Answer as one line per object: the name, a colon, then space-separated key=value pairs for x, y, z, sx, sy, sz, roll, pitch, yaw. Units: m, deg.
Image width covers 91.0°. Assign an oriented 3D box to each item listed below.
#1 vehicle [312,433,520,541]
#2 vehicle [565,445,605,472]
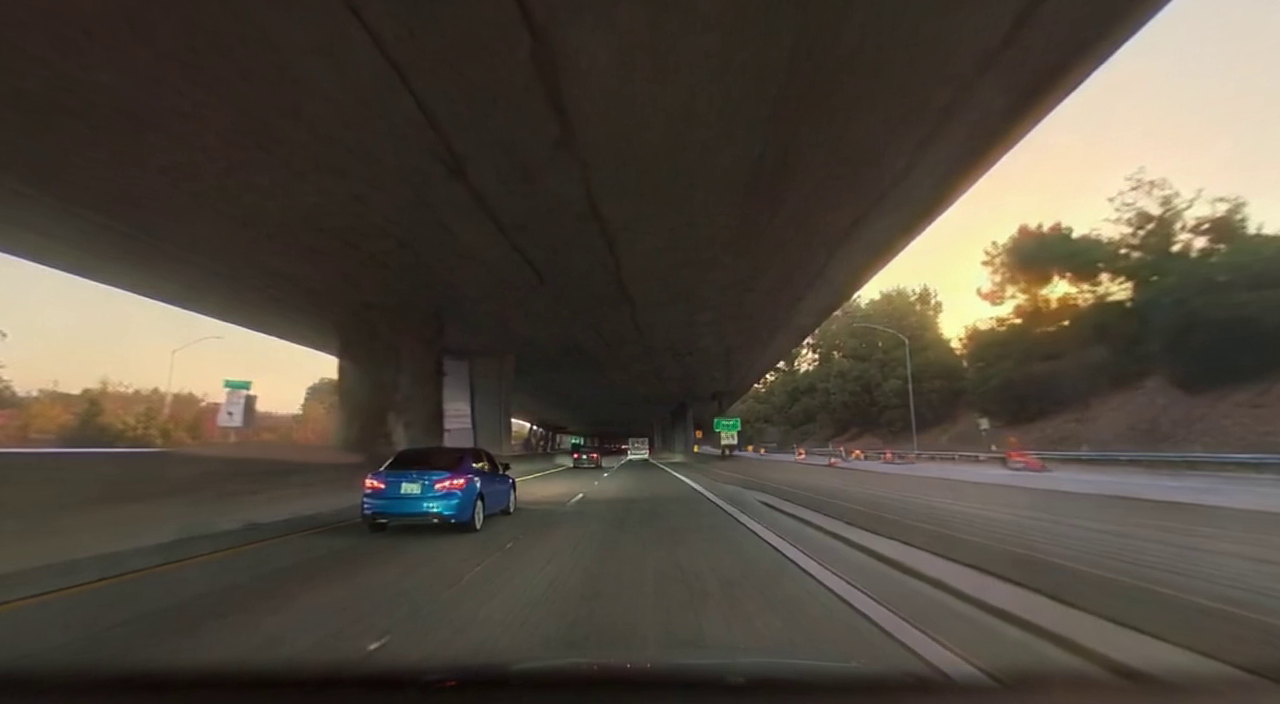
vehicle: x=-3.638 y=2.278 z=11.341 sx=2.012 sy=1.510 sz=4.672 roll=0 pitch=-9 yaw=0
vehicle: x=-3.076 y=6.063 z=36.051 sx=1.965 sy=1.459 sz=4.145 roll=0 pitch=-9 yaw=-1
